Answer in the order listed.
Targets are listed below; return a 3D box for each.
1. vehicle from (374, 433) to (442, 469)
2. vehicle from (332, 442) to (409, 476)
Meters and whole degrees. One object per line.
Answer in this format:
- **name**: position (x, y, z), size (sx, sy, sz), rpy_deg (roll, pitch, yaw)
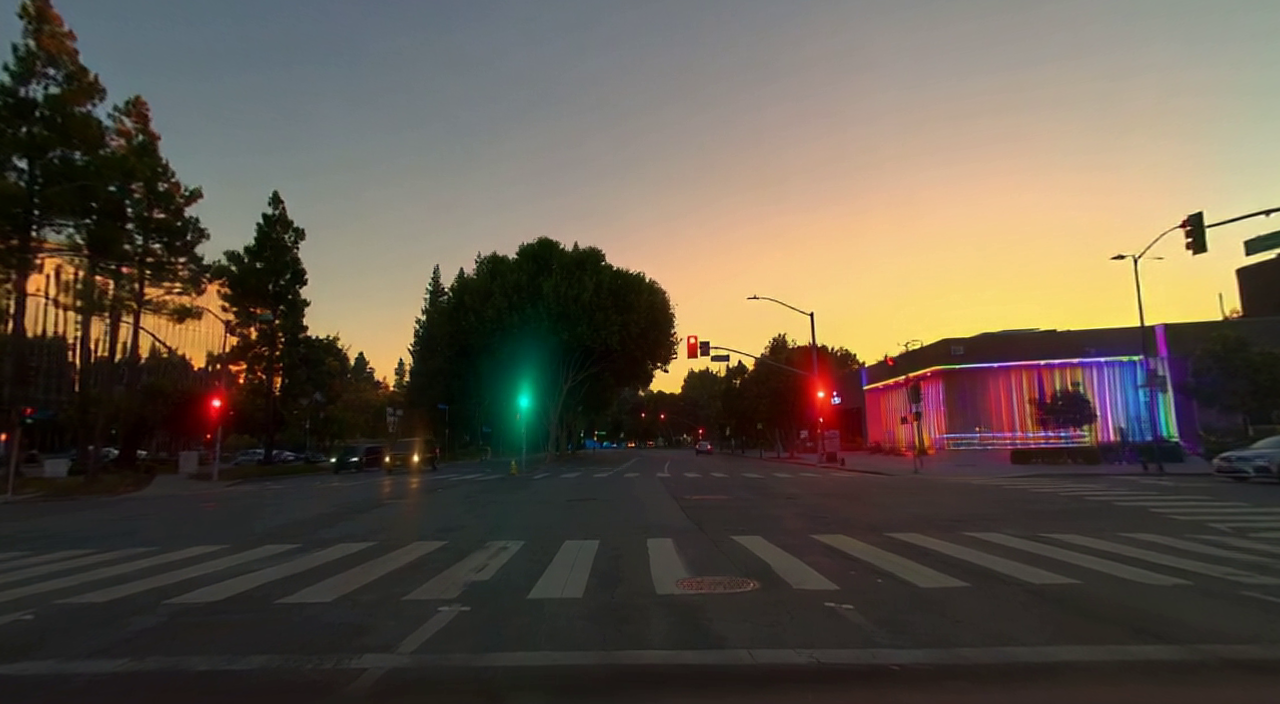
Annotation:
- **vehicle**: position (-17.614, 7.560, 48.215), size (2.557, 2.580, 5.856), rpy_deg (-1, -8, 5)
- **vehicle**: position (-14.835, 5.872, 34.999), size (2.169, 1.753, 4.640), rpy_deg (0, -8, 1)
